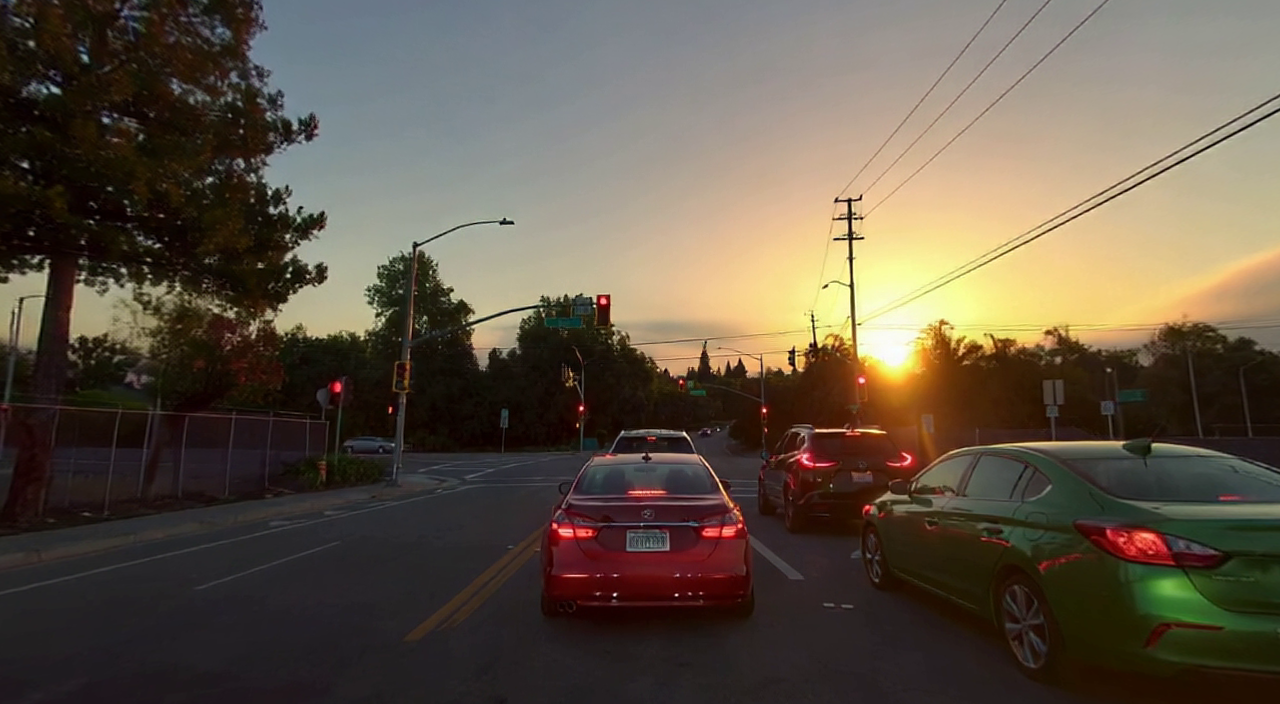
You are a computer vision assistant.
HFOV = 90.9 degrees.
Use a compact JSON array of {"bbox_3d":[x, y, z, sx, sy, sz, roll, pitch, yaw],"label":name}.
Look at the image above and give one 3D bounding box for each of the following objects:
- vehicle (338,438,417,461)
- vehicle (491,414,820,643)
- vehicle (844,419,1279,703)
[{"bbox_3d":[-17.229,6.410,41.469,4.406,1.458,1.892,-1,-8,7],"label":"vehicle"},{"bbox_3d":[0.069,1.488,6.421,2.170,1.497,4.369,0,-8,-1],"label":"vehicle"},{"bbox_3d":[3.093,1.248,4.139,2.027,1.432,4.431,0,-8,0],"label":"vehicle"}]
